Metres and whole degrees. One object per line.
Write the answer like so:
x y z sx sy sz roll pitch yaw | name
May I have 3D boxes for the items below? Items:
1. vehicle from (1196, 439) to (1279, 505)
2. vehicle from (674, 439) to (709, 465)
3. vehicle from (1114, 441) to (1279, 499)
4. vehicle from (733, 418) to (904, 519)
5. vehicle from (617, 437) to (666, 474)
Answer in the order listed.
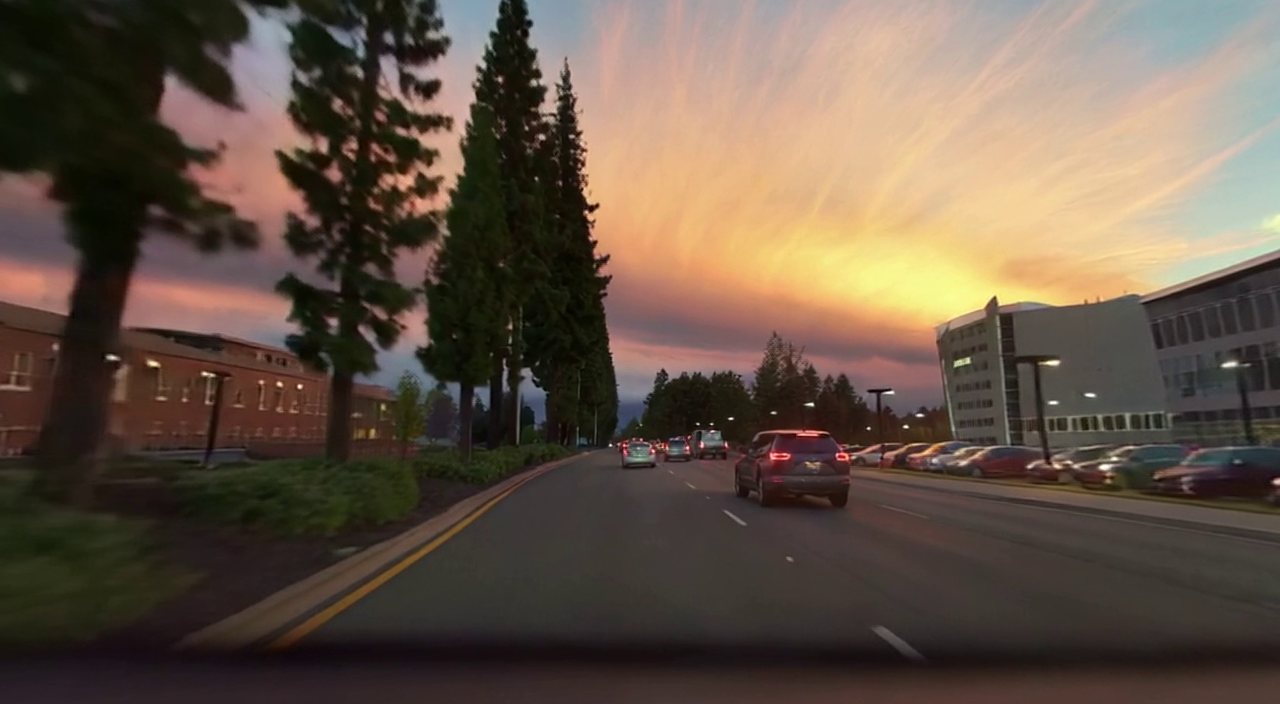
17.271 3.203 17.072 3.591 1.628 1.988 4 -10 -27 | vehicle
3.508 6.889 43.665 1.976 1.725 4.159 0 -9 -1 | vehicle
17.400 3.625 19.753 4.287 1.616 2.089 3 -10 -22 | vehicle
3.587 2.473 13.886 2.235 1.806 4.818 0 -9 -1 | vehicle
0.020 4.878 29.936 2.145 1.572 4.021 0 -9 -1 | vehicle
